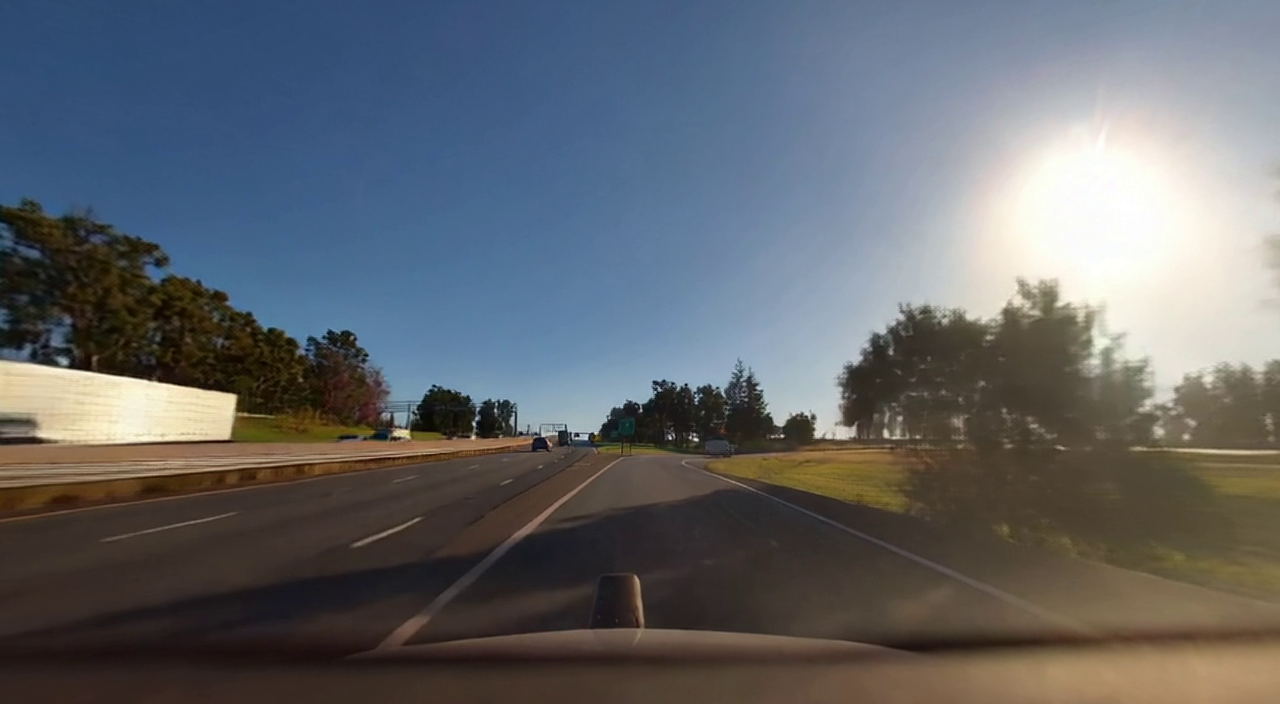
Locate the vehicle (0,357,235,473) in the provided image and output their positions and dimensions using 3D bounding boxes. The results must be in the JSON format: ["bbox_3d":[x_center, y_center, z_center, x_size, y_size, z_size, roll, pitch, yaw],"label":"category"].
[{"bbox_3d":[-24.045,3.145,28.428,2.851,3.983,14.254,0,-8,-3],"label":"vehicle"}]
